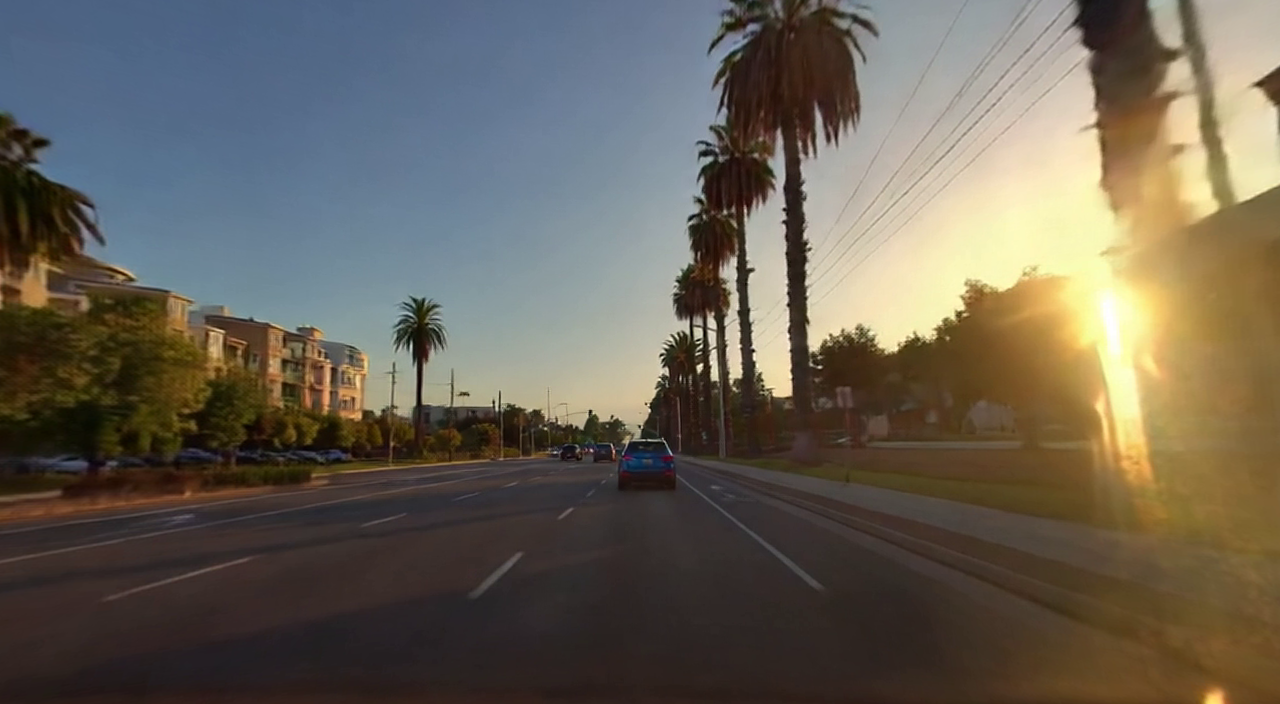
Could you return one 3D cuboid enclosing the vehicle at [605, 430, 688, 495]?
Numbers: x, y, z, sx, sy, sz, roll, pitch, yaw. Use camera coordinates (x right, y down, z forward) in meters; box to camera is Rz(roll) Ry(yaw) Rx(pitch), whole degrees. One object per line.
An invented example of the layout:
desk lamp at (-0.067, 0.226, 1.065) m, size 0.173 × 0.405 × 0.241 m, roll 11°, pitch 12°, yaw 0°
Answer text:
vehicle at (0.158, 3.267, 18.930) m, size 2.198 × 1.706 × 4.166 m, roll 0°, pitch -9°, yaw 0°
